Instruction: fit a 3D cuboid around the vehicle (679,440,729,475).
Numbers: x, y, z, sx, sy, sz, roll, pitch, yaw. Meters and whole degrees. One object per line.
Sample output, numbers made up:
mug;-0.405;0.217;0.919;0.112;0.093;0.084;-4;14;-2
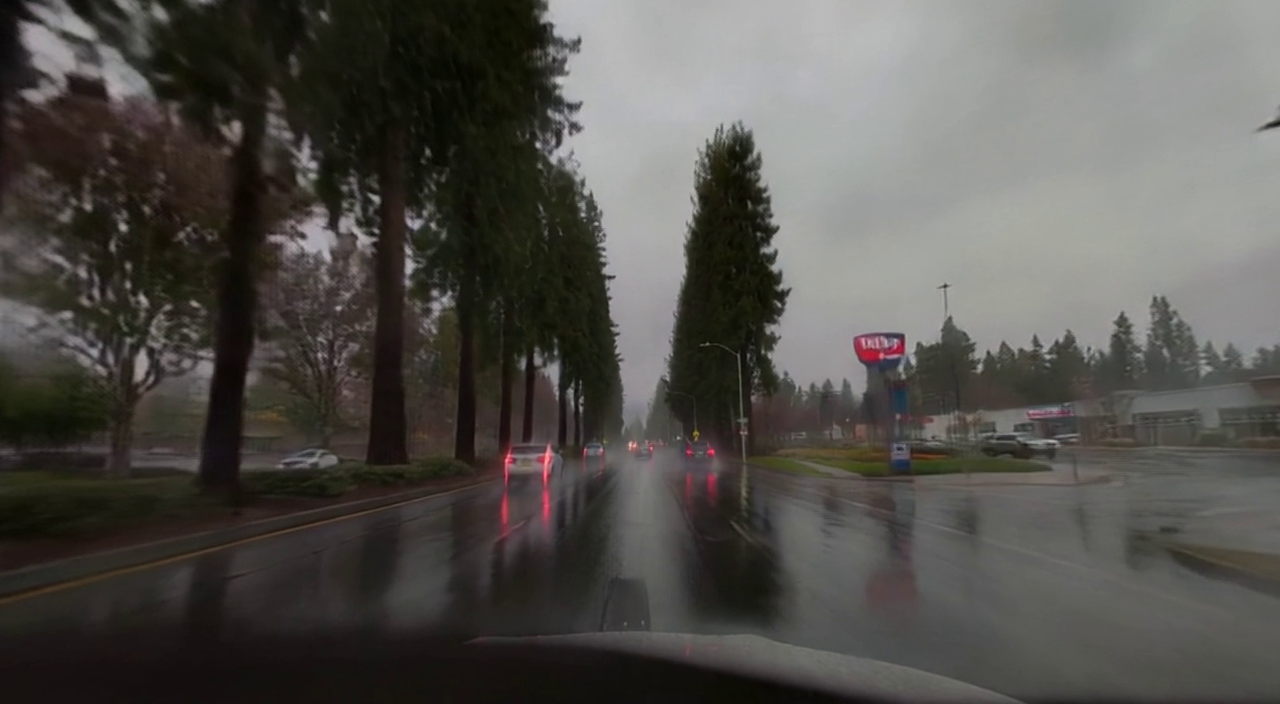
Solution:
vehicle;3.003;5.064;30.491;1.922;1.579;3.642;0;-8;-2

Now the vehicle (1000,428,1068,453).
vehicle;26.386;5.940;42.356;1.677;1.591;4.298;-1;-8;-1

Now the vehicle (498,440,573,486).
vehicle;-3.680;3.991;23.039;1.908;1.481;4.536;0;-8;1

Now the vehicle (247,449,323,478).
vehicle;-22.696;7.114;40.557;2.040;1.757;4.730;0;-8;1

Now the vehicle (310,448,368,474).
vehicle;-22.440;8.108;47.242;1.958;1.780;4.479;0;-8;2
